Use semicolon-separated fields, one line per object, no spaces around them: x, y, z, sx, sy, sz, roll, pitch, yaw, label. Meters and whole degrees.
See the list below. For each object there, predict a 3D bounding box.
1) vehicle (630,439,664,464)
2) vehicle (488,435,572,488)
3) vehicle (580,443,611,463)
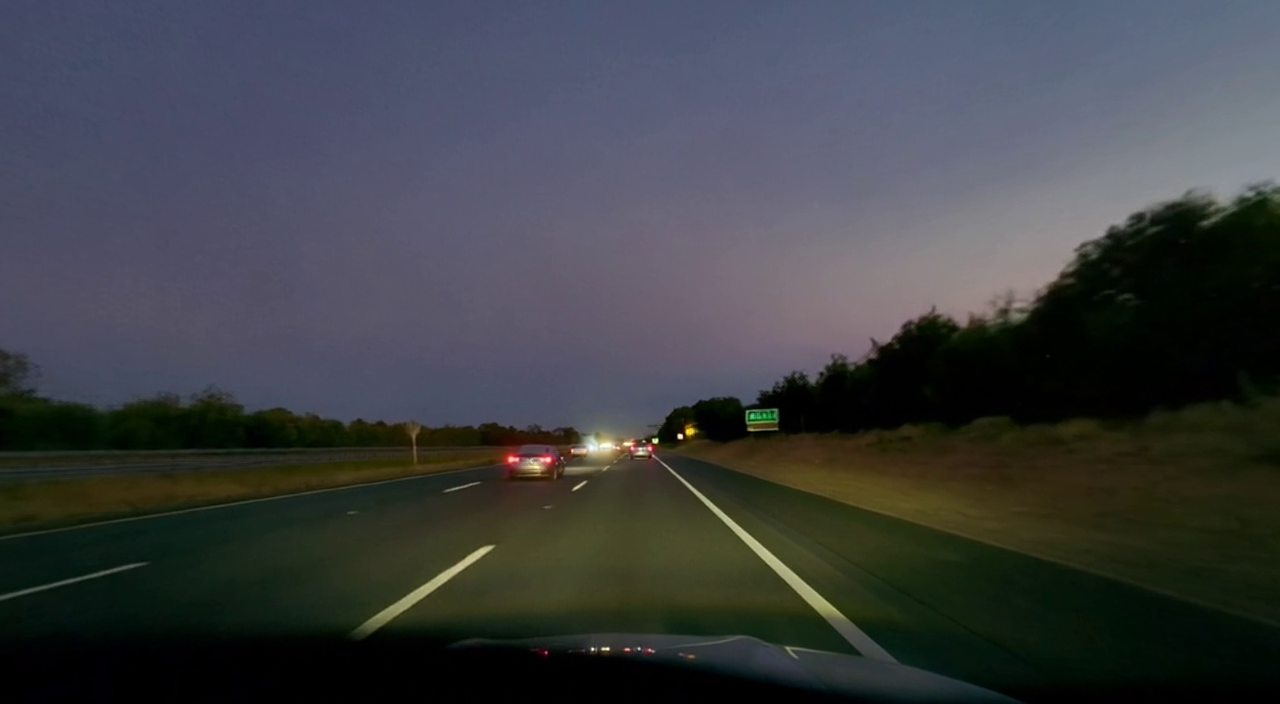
0.453;7.009;44.509;2.259;1.697;4.106;0;-8;0;vehicle
-3.681;3.756;22.006;2.028;1.634;4.441;0;-8;1;vehicle
-3.468;7.904;49.743;2.066;1.497;4.253;0;-8;1;vehicle
